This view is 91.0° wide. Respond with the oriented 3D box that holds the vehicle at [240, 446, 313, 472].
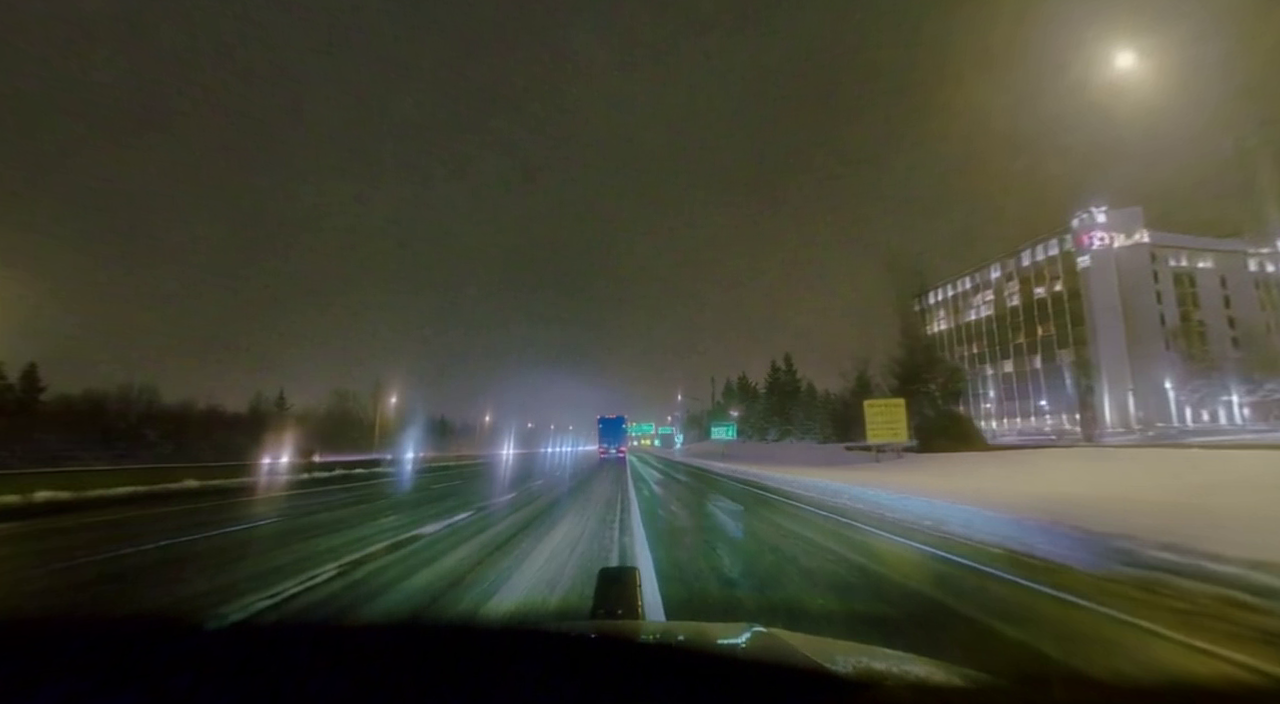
[{"bbox_3d":[-21.487,6.326,37.413,1.844,1.463,4.397,0,-9,-2],"label":"vehicle"}]
